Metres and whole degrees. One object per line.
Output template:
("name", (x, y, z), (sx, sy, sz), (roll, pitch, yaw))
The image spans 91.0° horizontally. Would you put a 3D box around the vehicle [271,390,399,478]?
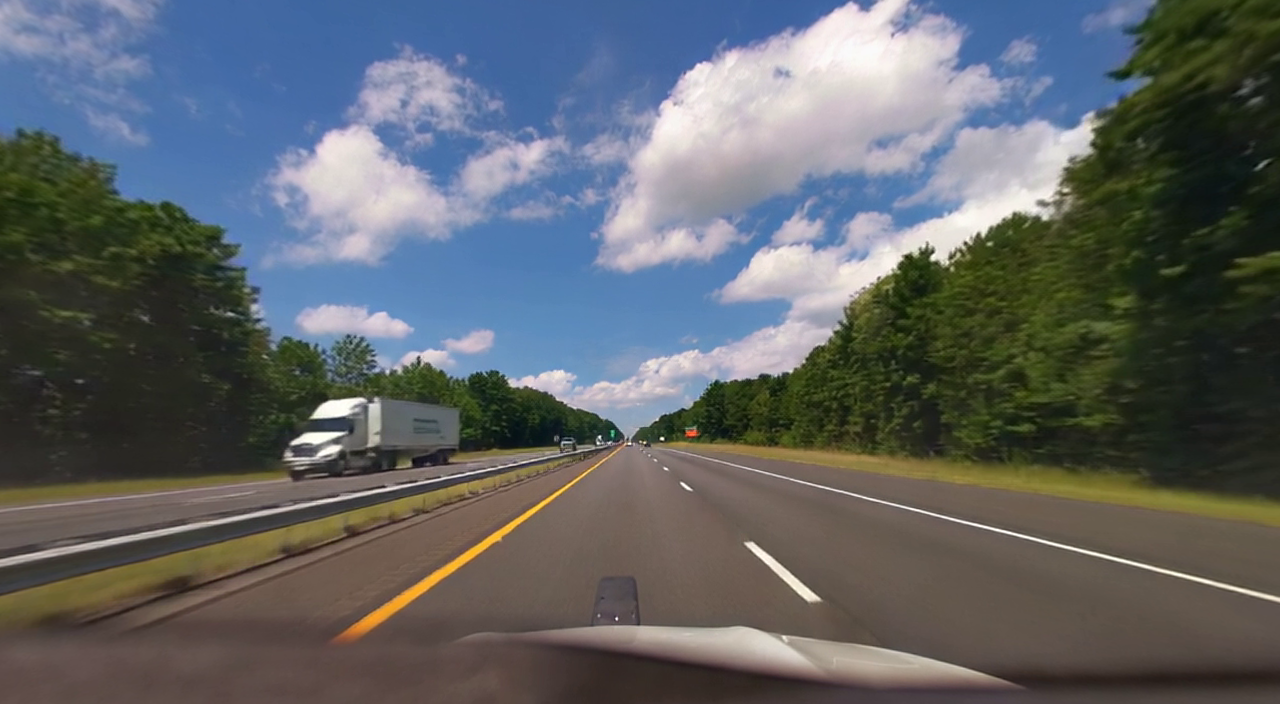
("vehicle", (-14.173, 3.920, 29.943), (2.960, 3.712, 6.112), (0, -8, 0))
